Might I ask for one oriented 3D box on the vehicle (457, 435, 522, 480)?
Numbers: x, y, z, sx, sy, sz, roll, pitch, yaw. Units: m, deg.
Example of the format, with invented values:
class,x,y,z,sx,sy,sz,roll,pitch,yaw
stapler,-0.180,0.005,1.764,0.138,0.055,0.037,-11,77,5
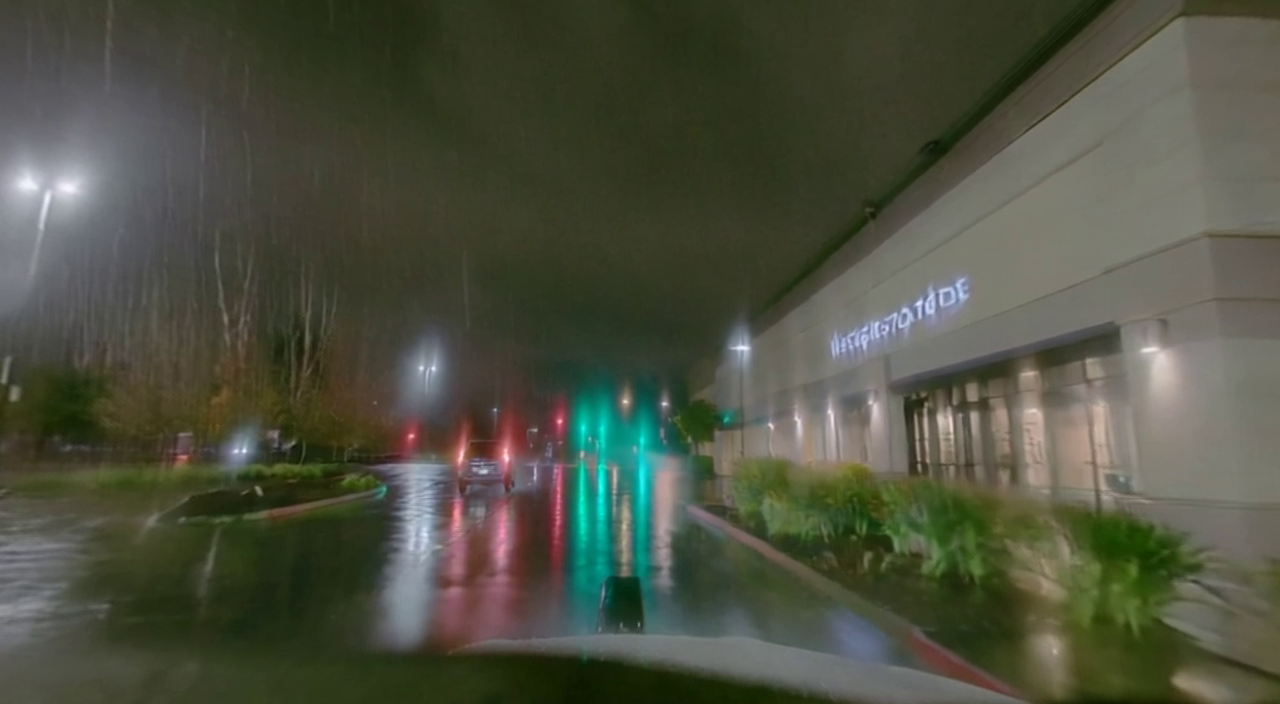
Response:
class,x,y,z,sx,sy,sz,roll,pitch,yaw
vehicle,-6.598,4.663,28.239,2.180,1.806,4.541,1,-8,-5
